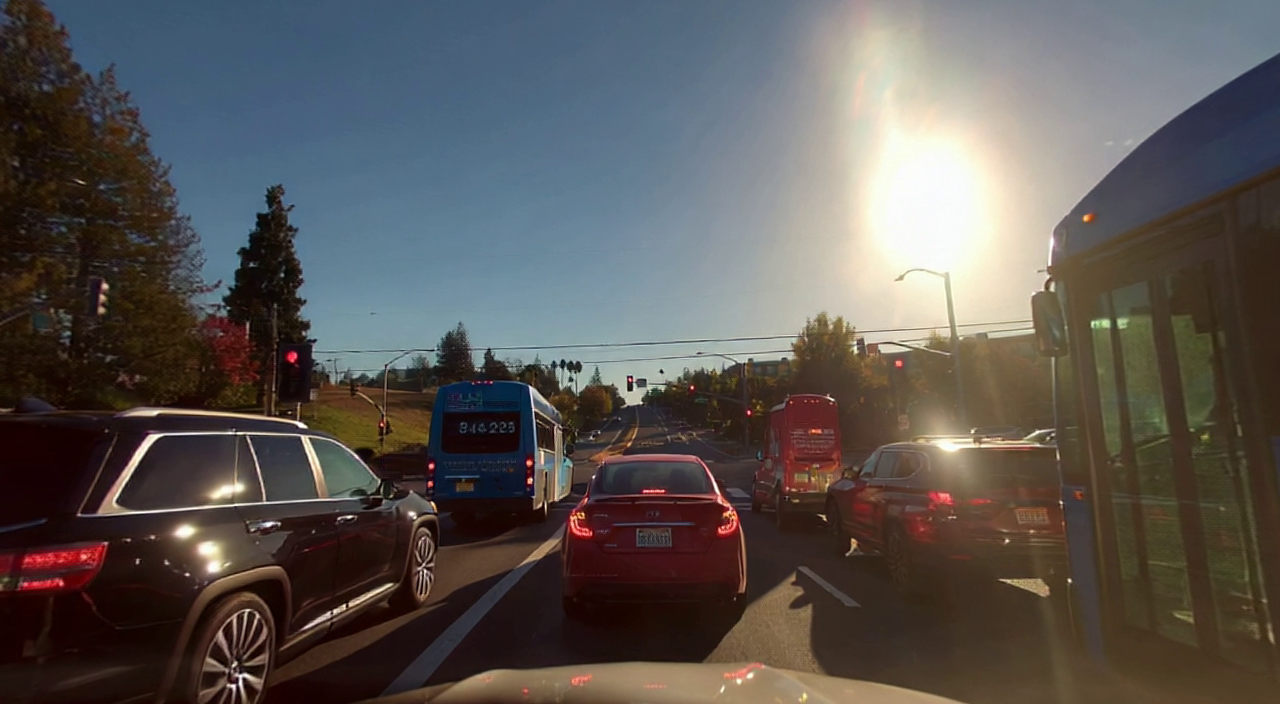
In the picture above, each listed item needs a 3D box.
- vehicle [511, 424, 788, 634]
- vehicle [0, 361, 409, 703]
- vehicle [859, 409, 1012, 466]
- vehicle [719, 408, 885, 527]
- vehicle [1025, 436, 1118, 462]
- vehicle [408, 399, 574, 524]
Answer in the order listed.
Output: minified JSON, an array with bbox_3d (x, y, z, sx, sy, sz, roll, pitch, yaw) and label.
[{"bbox_3d":[0.061,1.547,6.415,1.976,1.485,3.624,0,-8,0],"label":"vehicle"},{"bbox_3d":[-3.410,1.178,4.633,1.921,1.701,3.989,0,-8,0],"label":"vehicle"},{"bbox_3d":[17.588,5.134,37.928,7.839,3.213,2.628,0,-9,-3],"label":"vehicle"},{"bbox_3d":[3.143,2.400,13.684,2.143,2.036,5.367,0,-8,0],"label":"vehicle"},{"bbox_3d":[25.880,5.827,37.991,4.229,1.489,1.794,0,-8,-1],"label":"vehicle"},{"bbox_3d":[-2.938,2.348,13.961,2.335,2.221,5.165,0,-8,1],"label":"vehicle"}]
